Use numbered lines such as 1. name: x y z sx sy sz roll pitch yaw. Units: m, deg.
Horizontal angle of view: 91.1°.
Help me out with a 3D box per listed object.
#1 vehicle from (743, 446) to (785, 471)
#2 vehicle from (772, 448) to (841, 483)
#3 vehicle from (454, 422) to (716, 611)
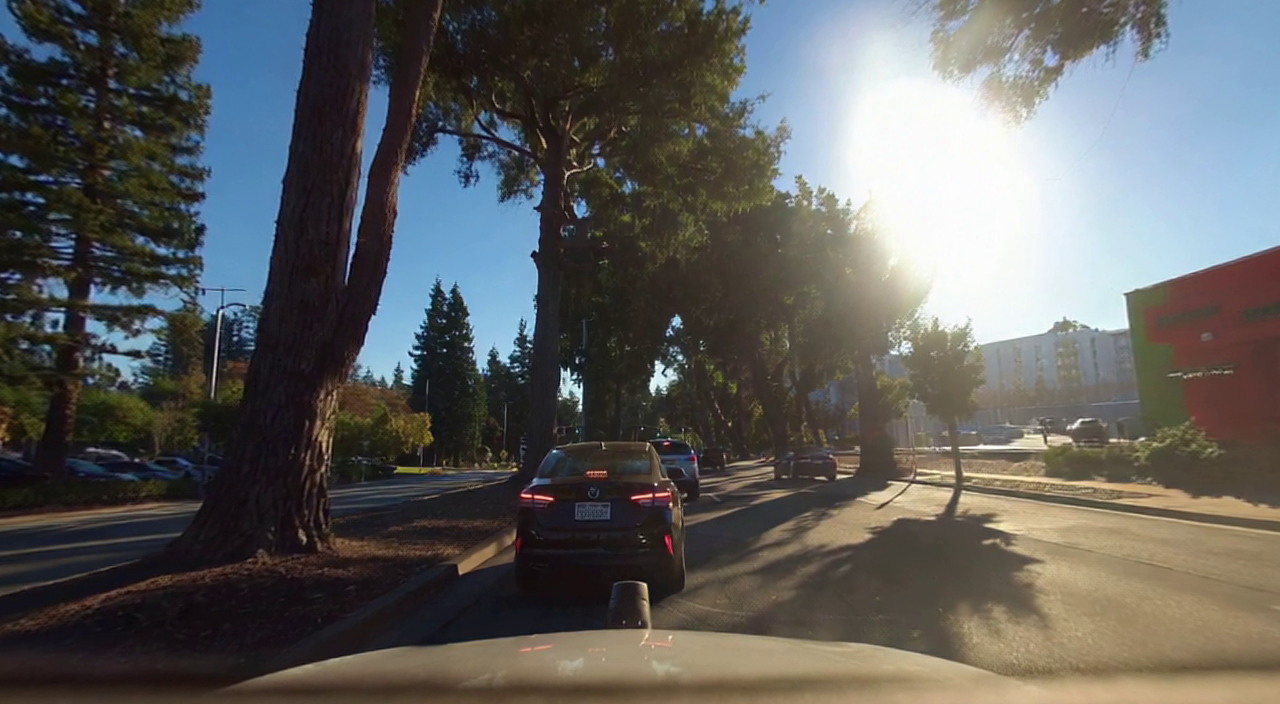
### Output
1. vehicle: 8.028 6.915 40.996 1.887 1.516 4.419 0 -9 0
2. vehicle: 7.100 4.847 27.196 1.909 1.380 3.905 0 -8 0
3. vehicle: -0.452 1.634 7.146 2.111 1.506 4.018 0 -8 0
